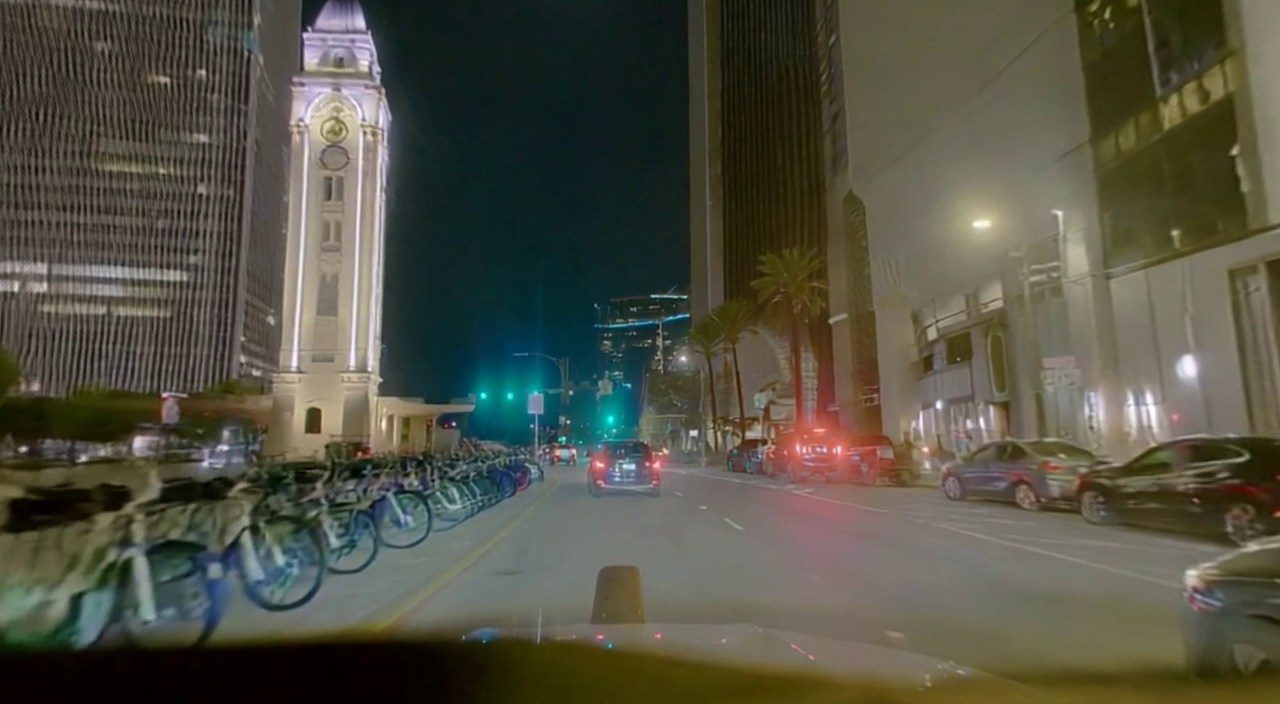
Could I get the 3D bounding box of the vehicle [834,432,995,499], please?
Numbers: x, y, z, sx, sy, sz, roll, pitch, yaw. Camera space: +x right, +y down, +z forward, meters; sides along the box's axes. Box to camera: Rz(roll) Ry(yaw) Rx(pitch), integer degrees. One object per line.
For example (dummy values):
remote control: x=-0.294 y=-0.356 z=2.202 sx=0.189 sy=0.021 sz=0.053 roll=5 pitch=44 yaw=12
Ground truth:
vehicle: x=7.639 y=3.189 z=18.304 sx=1.945 sy=1.623 sz=5.013 roll=1 pitch=-8 yaw=-7

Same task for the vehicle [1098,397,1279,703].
vehicle: x=3.515 y=0.716 z=0.898 sx=2.116 sy=1.500 sz=4.702 roll=0 pitch=-8 yaw=-2

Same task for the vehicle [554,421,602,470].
vehicle: x=-4.089 y=5.984 z=40.701 sx=2.400 sy=2.872 sz=6.053 roll=2 pitch=-8 yaw=-11

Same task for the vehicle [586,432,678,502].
vehicle: x=-0.338 y=2.960 z=16.728 sx=2.111 sy=1.605 sz=3.832 roll=1 pitch=-8 yaw=-5

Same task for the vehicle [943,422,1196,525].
vehicle: x=8.204 y=2.322 z=12.676 sx=1.860 sy=1.684 sz=4.211 roll=1 pitch=-8 yaw=-5

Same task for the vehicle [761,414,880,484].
vehicle: x=6.882 y=3.791 z=24.928 sx=2.377 sy=2.429 sz=5.532 roll=1 pitch=-8 yaw=-8
